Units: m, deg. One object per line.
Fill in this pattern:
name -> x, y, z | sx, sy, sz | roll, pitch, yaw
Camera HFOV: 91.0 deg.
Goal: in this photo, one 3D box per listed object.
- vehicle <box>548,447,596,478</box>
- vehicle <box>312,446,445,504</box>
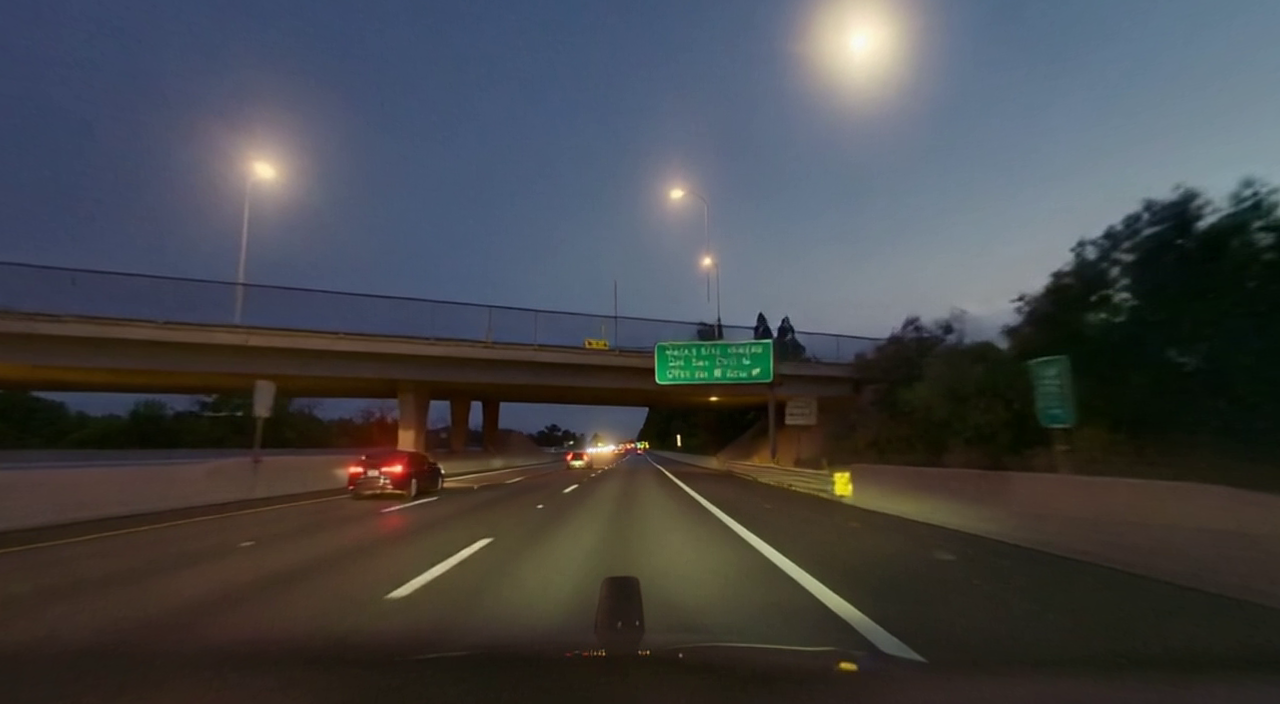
vehicle -> -3.755, 6.180, 35.483 | 2.102, 1.571, 4.666 | 0, -9, 1
vehicle -> -7.699, 3.637, 19.126 | 2.002, 1.507, 4.631 | 0, -9, 0
